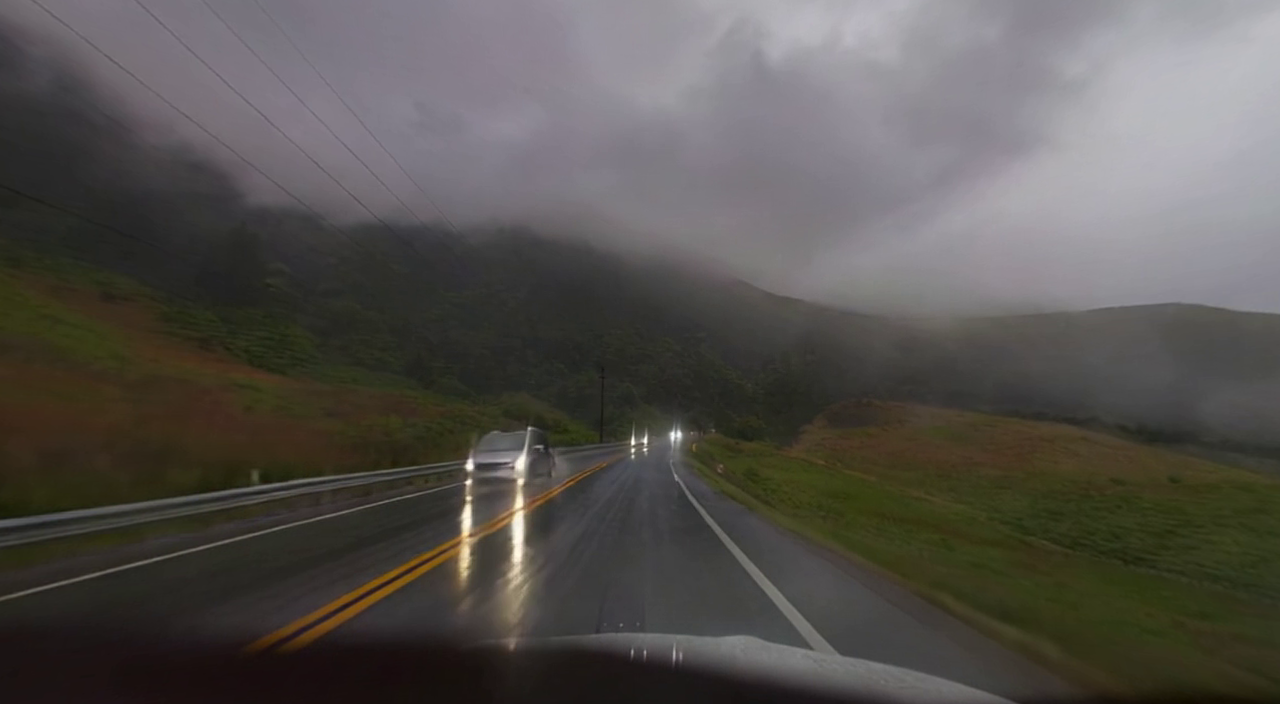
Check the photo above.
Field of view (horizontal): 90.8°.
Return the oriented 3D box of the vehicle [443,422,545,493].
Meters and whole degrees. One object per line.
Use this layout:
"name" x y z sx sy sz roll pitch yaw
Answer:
"vehicle" -4.219 3.152 19.037 1.997 1.874 4.269 0 -9 0
